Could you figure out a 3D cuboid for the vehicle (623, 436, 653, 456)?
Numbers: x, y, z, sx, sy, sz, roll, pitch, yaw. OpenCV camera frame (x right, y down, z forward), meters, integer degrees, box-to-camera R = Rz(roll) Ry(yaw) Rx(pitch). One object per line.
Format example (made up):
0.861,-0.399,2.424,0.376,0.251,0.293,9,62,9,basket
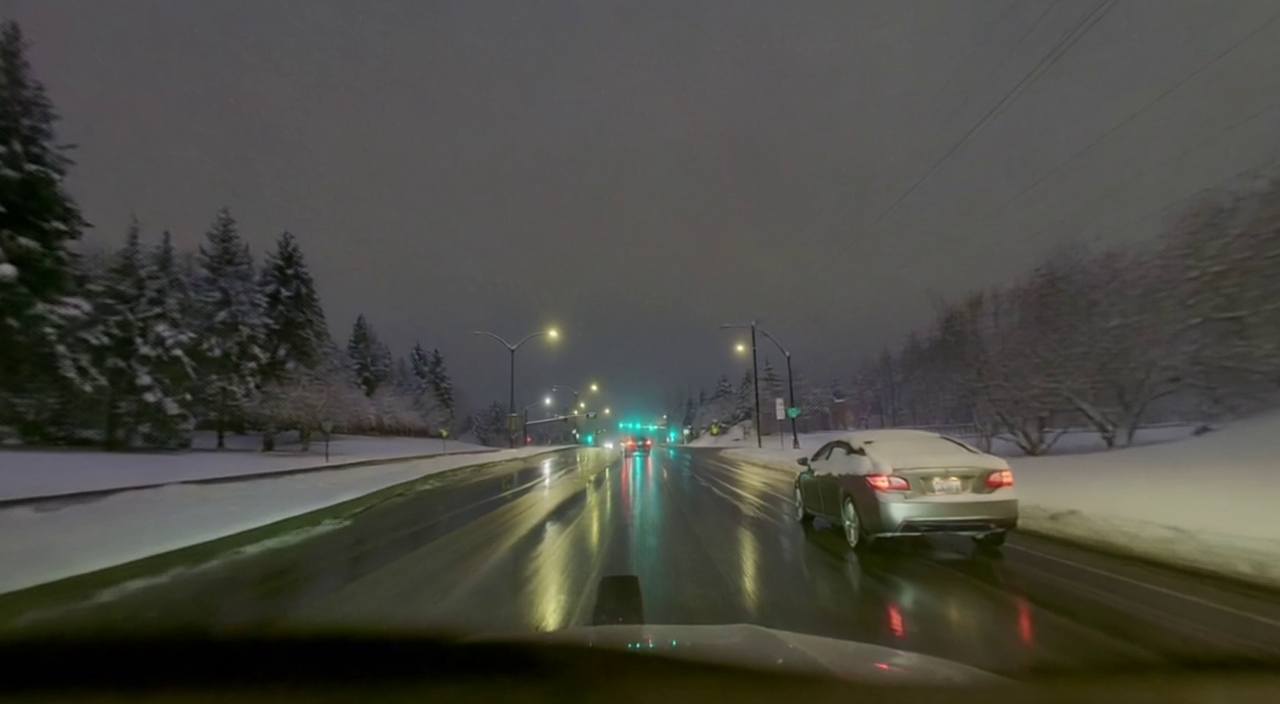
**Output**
-0.197,7.295,48.961,2.055,1.484,4.143,1,-9,-5,vehicle

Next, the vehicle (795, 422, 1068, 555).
3.972,1.954,9.663,2.063,1.542,4.420,0,-9,0,vehicle
